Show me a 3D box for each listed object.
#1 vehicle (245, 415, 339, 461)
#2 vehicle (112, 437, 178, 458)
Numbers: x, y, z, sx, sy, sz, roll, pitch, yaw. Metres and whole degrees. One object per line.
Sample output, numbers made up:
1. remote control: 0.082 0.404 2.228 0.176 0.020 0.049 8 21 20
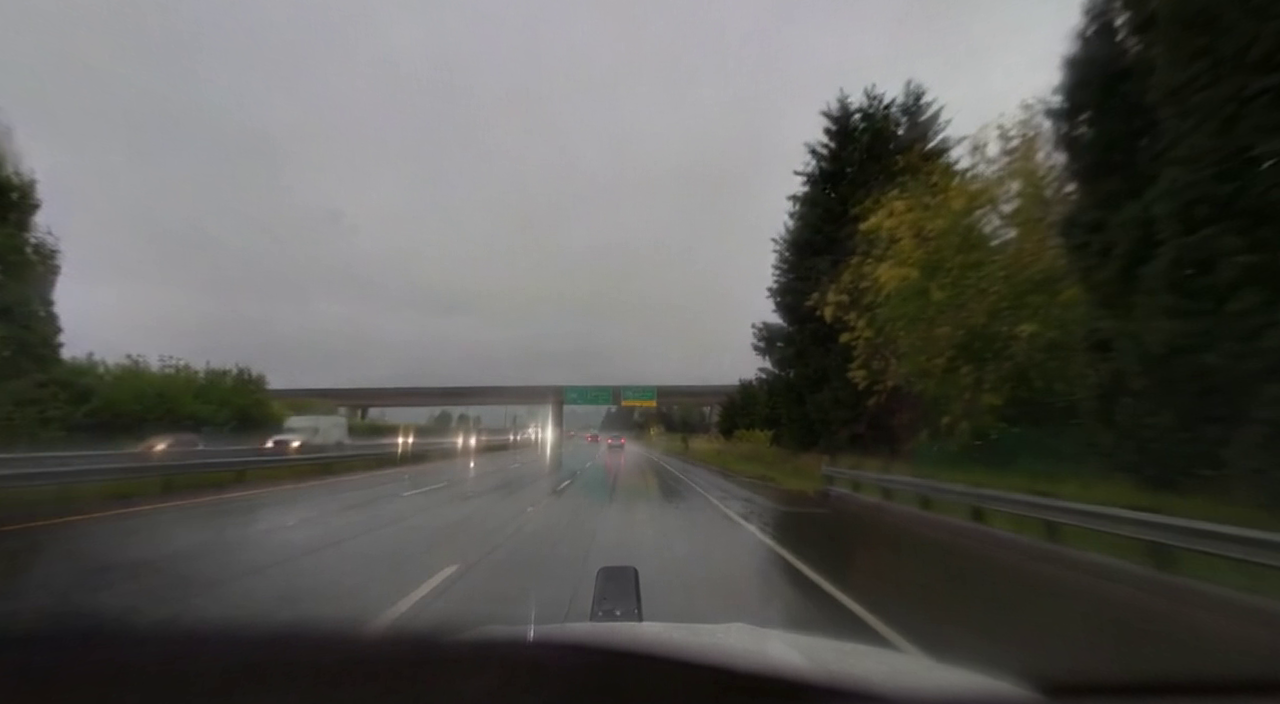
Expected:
1. vehicle: -22.176 5.556 40.533 2.212 2.671 6.968 0 -8 -2
2. vehicle: -34.178 6.561 43.488 1.654 1.396 3.641 0 -8 -1
